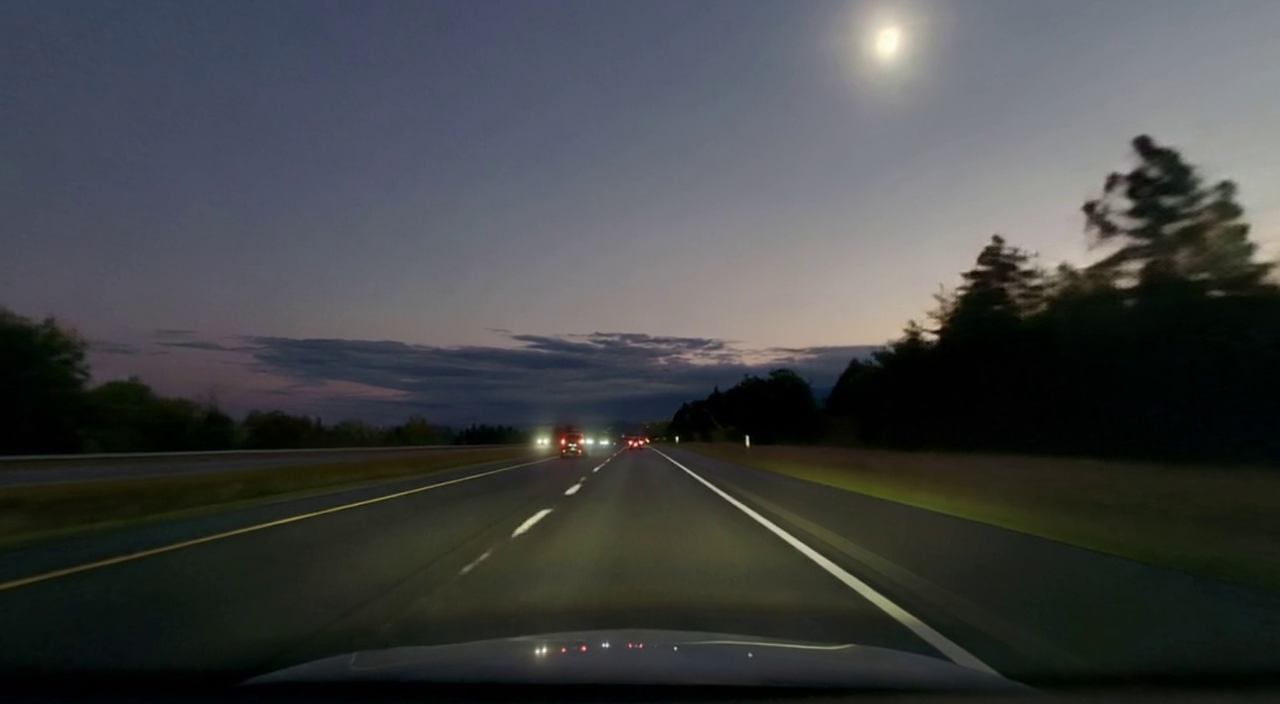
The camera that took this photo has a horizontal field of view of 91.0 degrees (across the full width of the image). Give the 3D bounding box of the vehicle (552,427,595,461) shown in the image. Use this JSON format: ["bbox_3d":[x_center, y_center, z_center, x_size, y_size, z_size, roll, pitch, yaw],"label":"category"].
[{"bbox_3d":[-4.185,5.912,40.514,2.241,2.034,4.890,0,-8,0],"label":"vehicle"}]
